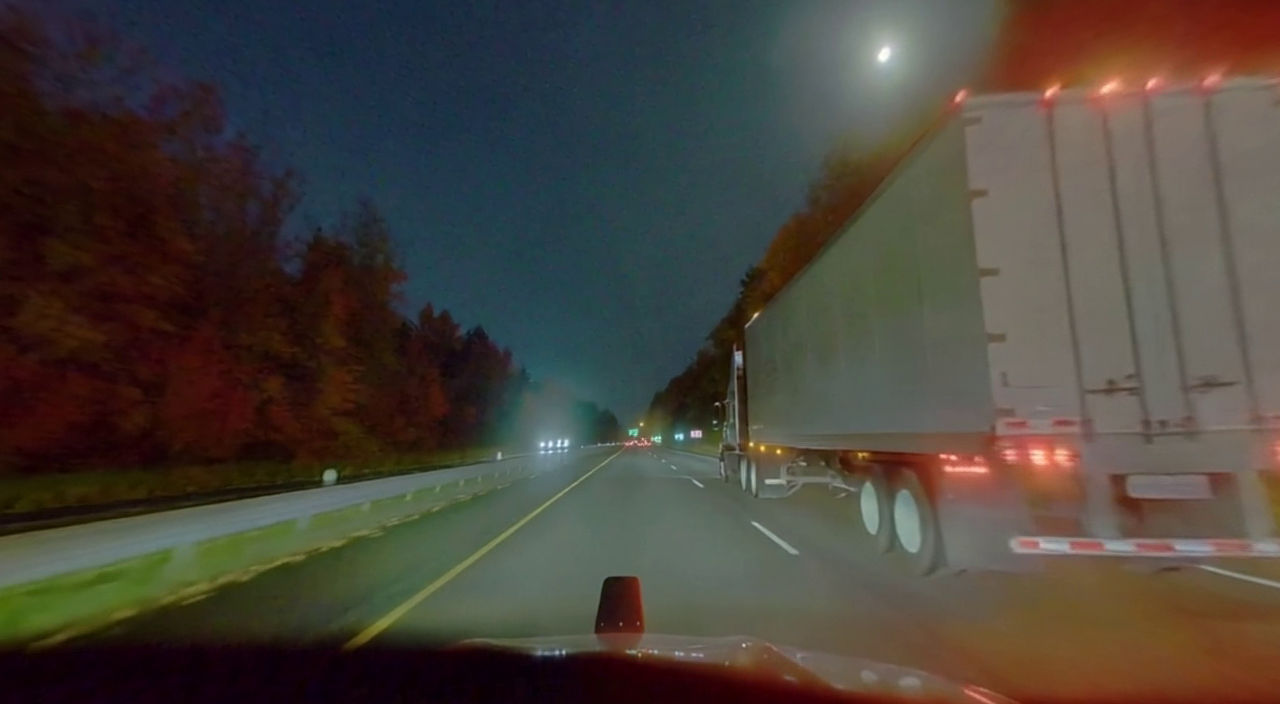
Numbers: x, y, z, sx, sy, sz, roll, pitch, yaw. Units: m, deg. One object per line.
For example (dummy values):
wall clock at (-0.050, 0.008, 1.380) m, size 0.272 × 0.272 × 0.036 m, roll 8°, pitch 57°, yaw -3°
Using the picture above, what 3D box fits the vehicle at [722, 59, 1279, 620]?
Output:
vehicle at (4.276, 0.826, 11.812) m, size 3.357 × 4.101 × 14.659 m, roll 0°, pitch -8°, yaw -1°
